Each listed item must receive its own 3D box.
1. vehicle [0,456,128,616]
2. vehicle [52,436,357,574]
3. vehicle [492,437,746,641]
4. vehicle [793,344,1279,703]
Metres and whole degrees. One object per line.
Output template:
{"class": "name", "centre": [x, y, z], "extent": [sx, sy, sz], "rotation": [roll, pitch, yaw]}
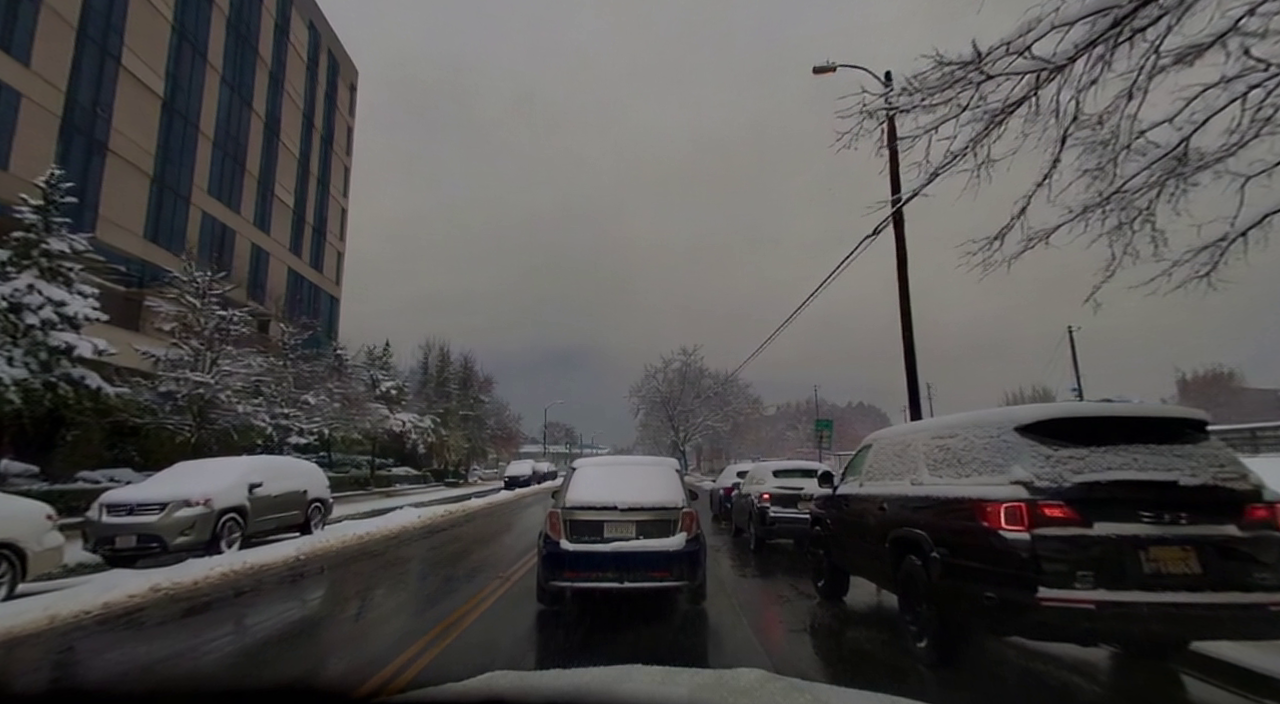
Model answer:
{"class": "vehicle", "centre": [-6.953, 1.581, 5.158], "extent": [1.900, 1.471, 4.202], "rotation": [1, -10, 0]}
{"class": "vehicle", "centre": [-6.822, 2.515, 10.681], "extent": [1.994, 1.701, 4.520], "rotation": [-3, -12, -1]}
{"class": "vehicle", "centre": [-0.148, 1.834, 6.925], "extent": [2.018, 1.583, 3.646], "rotation": [1, -10, 0]}
{"class": "vehicle", "centre": [2.717, 1.327, 4.952], "extent": [1.868, 1.920, 4.501], "rotation": [1, -10, 0]}
